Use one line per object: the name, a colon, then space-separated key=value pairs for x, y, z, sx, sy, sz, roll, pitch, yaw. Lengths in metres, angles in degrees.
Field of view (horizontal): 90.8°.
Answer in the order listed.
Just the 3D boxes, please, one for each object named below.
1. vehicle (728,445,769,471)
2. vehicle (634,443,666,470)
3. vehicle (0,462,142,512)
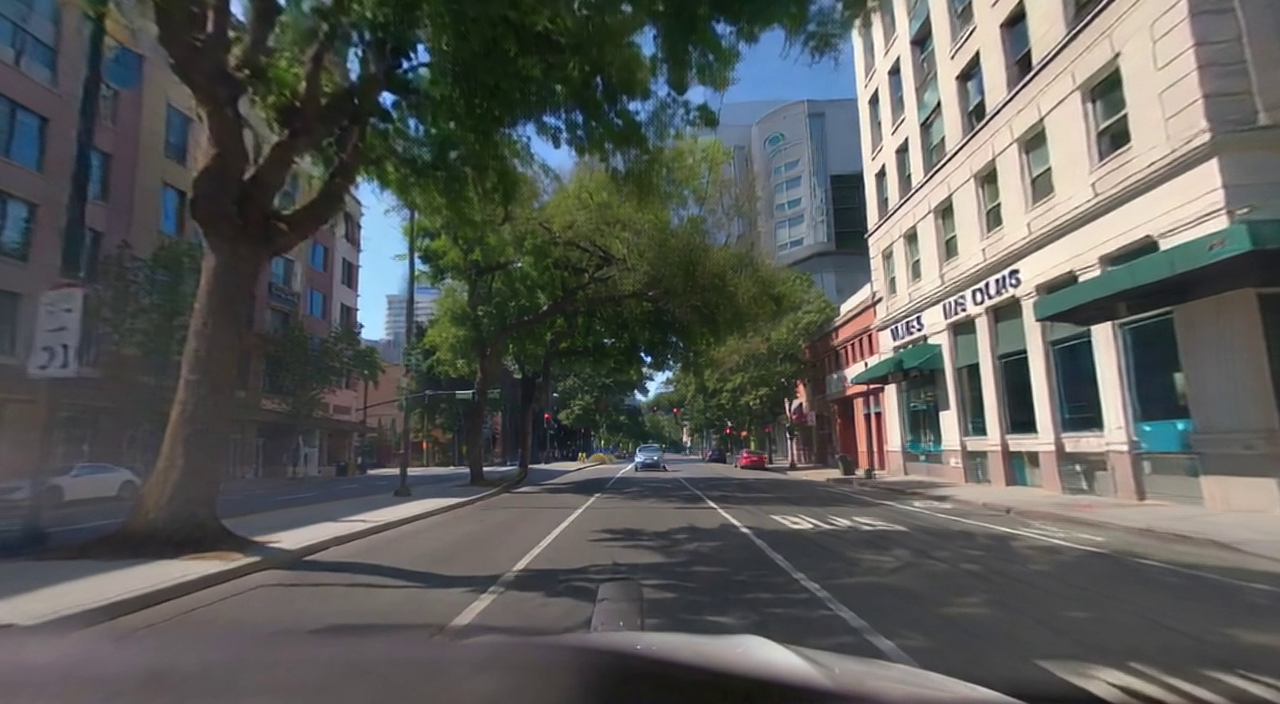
vehicle: x=7.882 y=7.724 z=46.364 sx=1.987 sy=1.772 sz=4.749 roll=0 pitch=-9 yaw=-2
vehicle: x=0.725 y=7.489 z=45.421 sx=2.223 sy=1.775 sz=4.250 roll=0 pitch=-9 yaw=1
vehicle: x=-20.394 y=4.719 z=22.380 sx=1.840 sy=1.440 sz=4.442 roll=-3 pitch=-9 yaw=1
